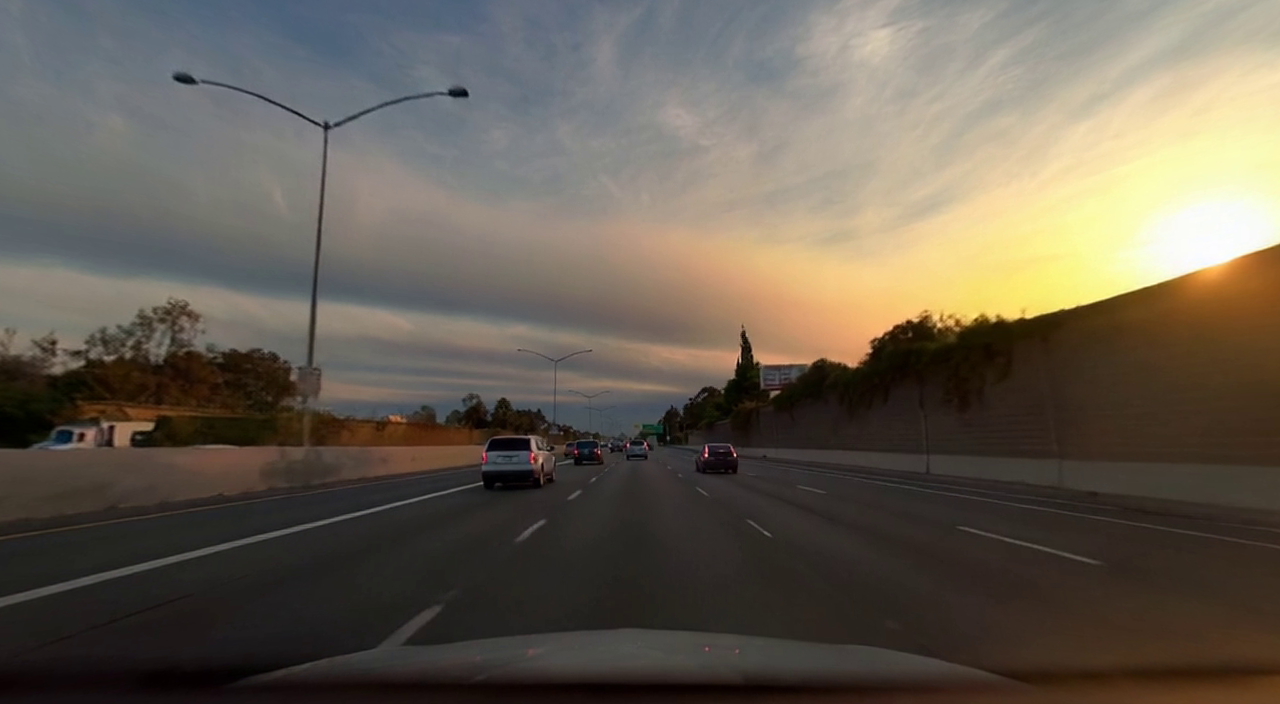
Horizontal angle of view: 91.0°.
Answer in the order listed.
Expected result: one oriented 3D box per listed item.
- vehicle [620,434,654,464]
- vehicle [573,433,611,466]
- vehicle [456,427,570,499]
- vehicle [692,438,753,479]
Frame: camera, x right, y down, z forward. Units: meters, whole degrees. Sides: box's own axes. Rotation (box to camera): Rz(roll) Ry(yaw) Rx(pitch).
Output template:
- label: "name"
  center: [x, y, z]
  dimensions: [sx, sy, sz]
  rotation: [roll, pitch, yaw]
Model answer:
- label: "vehicle"
  center: [-0.197, 7.525, 48.867]
  dimensions: [2.485, 2.215, 5.199]
  rotation: [0, -9, 0]
- label: "vehicle"
  center: [-3.372, 7.048, 45.472]
  dimensions: [2.378, 2.214, 4.352]
  rotation: [0, -9, 0]
- label: "vehicle"
  center: [-3.544, 3.232, 18.791]
  dimensions: [2.184, 1.819, 5.441]
  rotation: [0, -9, 1]
- label: "vehicle"
  center: [3.838, 5.053, 30.130]
  dimensions: [2.224, 1.752, 4.487]
  rotation: [0, -9, -1]
